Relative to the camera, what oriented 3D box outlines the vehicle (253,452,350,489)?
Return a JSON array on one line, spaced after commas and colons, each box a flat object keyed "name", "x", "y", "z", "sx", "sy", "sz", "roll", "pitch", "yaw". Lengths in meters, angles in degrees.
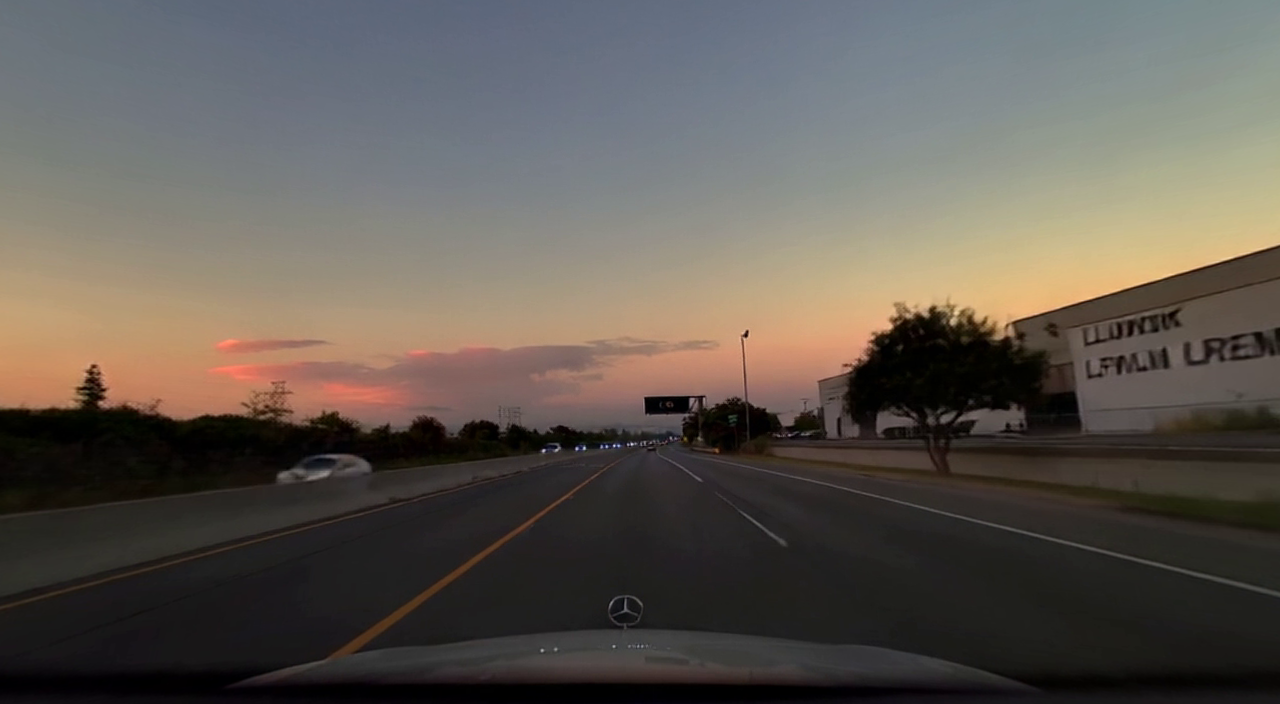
[{"name": "vehicle", "x": -14.877, "y": 5.198, "z": 28.054, "sx": 1.827, "sy": 1.441, "sz": 4.388, "roll": 0, "pitch": -8, "yaw": 1}]
